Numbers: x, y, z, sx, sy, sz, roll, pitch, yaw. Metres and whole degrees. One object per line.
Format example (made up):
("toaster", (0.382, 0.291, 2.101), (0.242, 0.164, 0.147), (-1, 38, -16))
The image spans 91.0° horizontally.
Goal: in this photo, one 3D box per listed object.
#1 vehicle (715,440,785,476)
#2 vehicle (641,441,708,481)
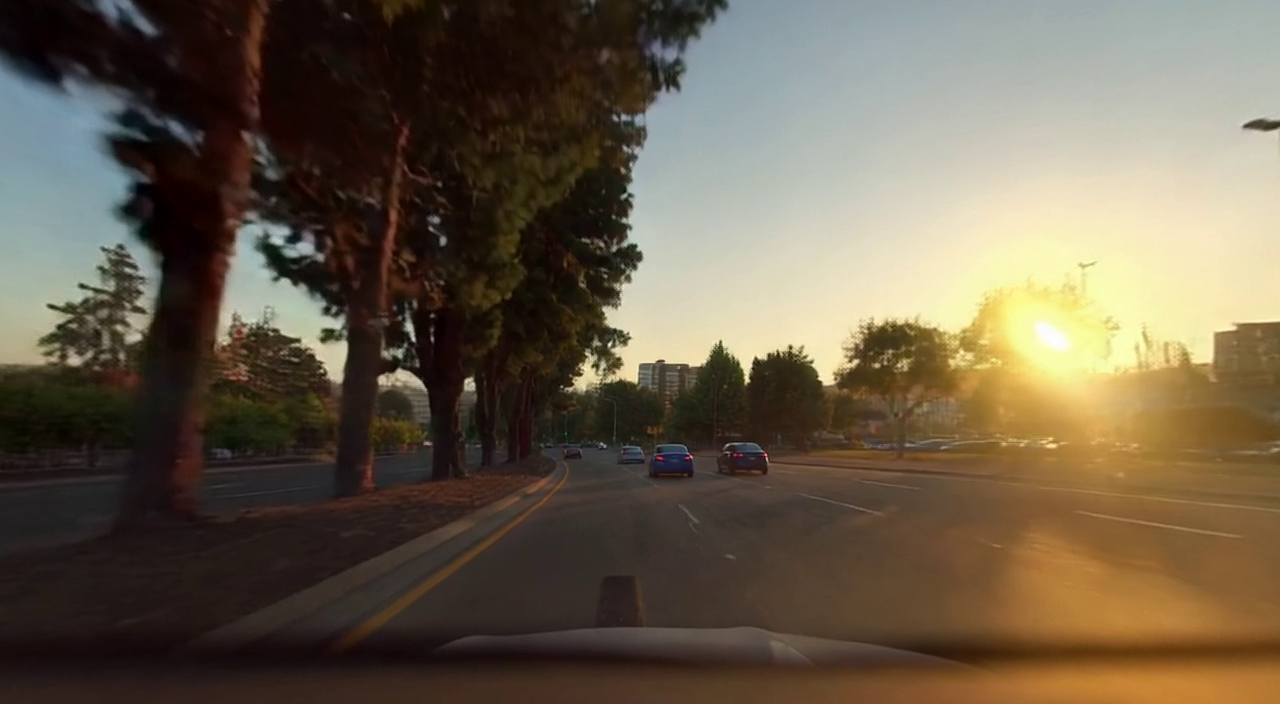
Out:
("vehicle", (4.821, 4.682, 28.138), (1.901, 1.474, 4.363), (1, -9, -6))
("vehicle", (1.308, 4.359, 25.573), (2.077, 1.464, 4.134), (1, -8, -6))
